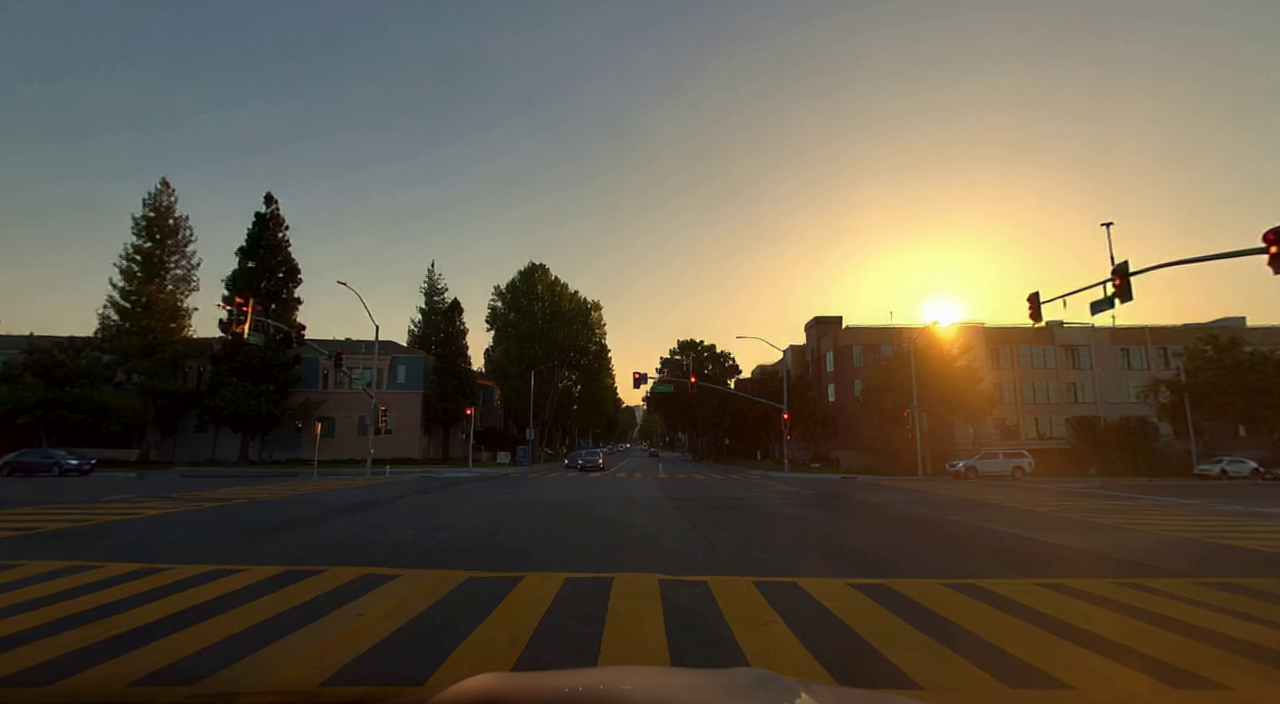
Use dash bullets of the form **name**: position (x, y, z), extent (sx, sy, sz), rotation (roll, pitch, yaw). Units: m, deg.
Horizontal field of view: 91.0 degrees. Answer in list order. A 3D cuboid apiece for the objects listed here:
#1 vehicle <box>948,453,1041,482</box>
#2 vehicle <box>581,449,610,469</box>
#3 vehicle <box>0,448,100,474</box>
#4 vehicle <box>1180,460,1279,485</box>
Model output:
- **vehicle**: position (21.095, 6.880, 37.586), extent (4.447, 1.623, 1.801), rotation (0, -9, -3)
- **vehicle**: position (-3.456, 8.359, 49.210), extent (1.908, 1.441, 4.142), rotation (0, -8, 1)
- **vehicle**: position (-35.143, 6.420, 37.178), extent (4.741, 1.447, 1.807), rotation (0, -9, 0)
- **vehicle**: position (36.212, 7.317, 38.301), extent (4.976, 1.428, 1.929), rotation (0, -9, -2)
